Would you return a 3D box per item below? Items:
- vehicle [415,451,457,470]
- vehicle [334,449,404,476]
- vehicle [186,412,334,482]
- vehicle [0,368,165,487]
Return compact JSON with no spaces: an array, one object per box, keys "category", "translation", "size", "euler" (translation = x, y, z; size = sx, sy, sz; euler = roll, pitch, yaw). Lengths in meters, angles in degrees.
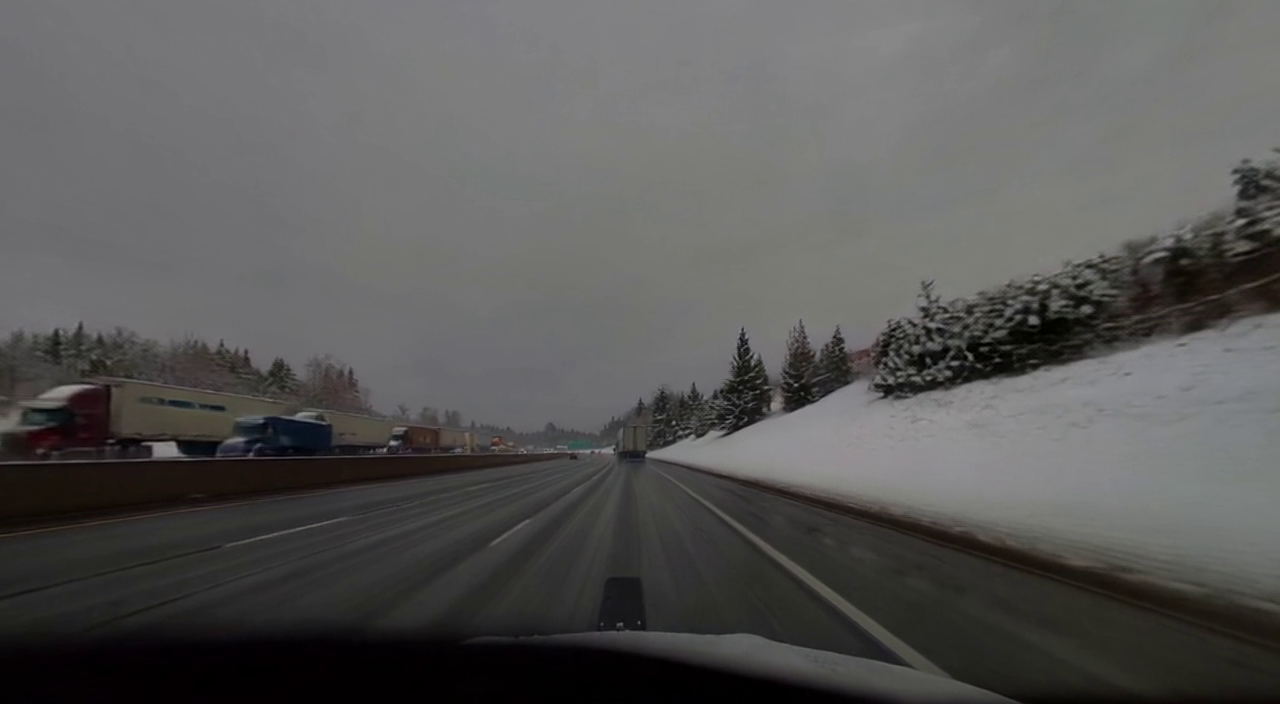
[{"category":"vehicle","translation":[-16.016,8.506,49.612],"size":[1.884,1.436,4.220],"euler":[0,-9,0]},{"category":"vehicle","translation":[-15.257,6.245,35.785],"size":[1.863,1.438,4.669],"euler":[0,-9,0]},{"category":"vehicle","translation":[-14.900,3.822,25.281],"size":[2.382,2.437,5.706],"euler":[0,-9,-1]},{"category":"vehicle","translation":[-23.190,3.109,24.870],"size":[2.949,3.989,7.478],"euler":[0,-9,-1]}]
